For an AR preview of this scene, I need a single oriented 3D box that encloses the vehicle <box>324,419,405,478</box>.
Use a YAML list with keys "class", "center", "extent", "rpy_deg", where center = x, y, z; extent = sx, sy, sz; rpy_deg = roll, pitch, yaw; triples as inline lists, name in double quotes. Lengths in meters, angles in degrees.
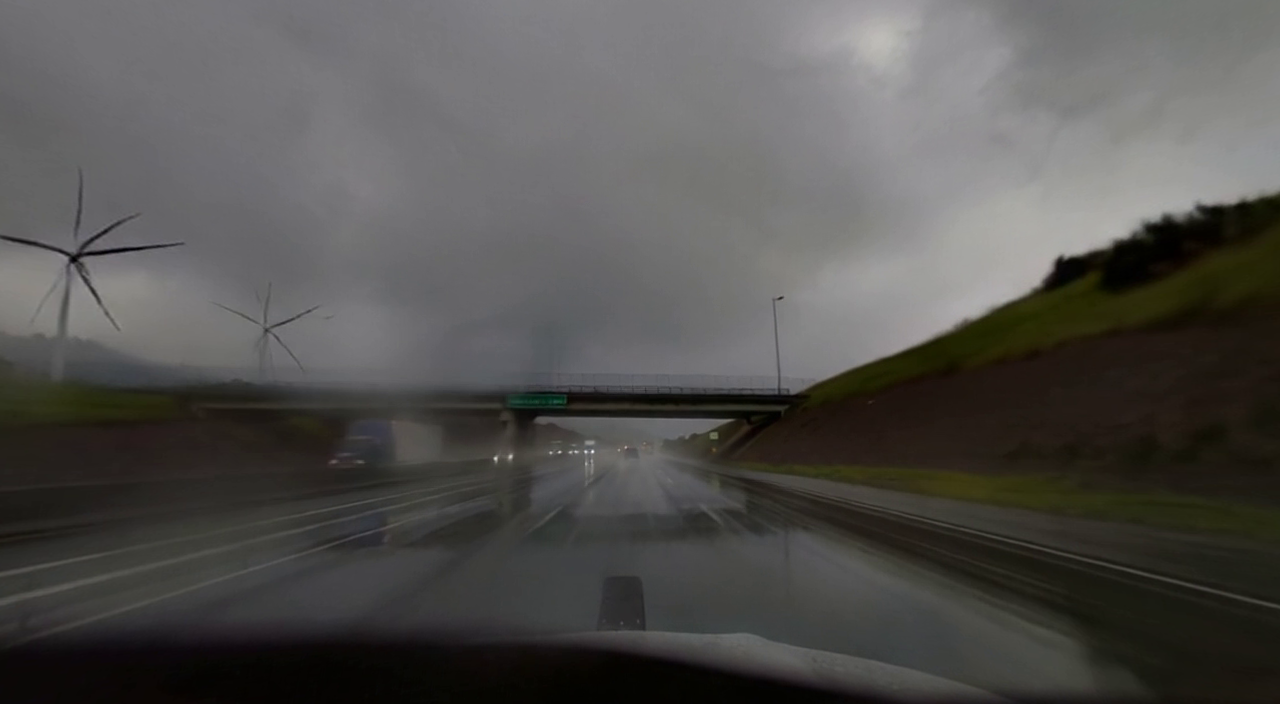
- class: "vehicle"
  center: [-19.487, 6.881, 45.071]
  extent: [2.977, 3.872, 6.035]
  rpy_deg: [0, -9, -1]
